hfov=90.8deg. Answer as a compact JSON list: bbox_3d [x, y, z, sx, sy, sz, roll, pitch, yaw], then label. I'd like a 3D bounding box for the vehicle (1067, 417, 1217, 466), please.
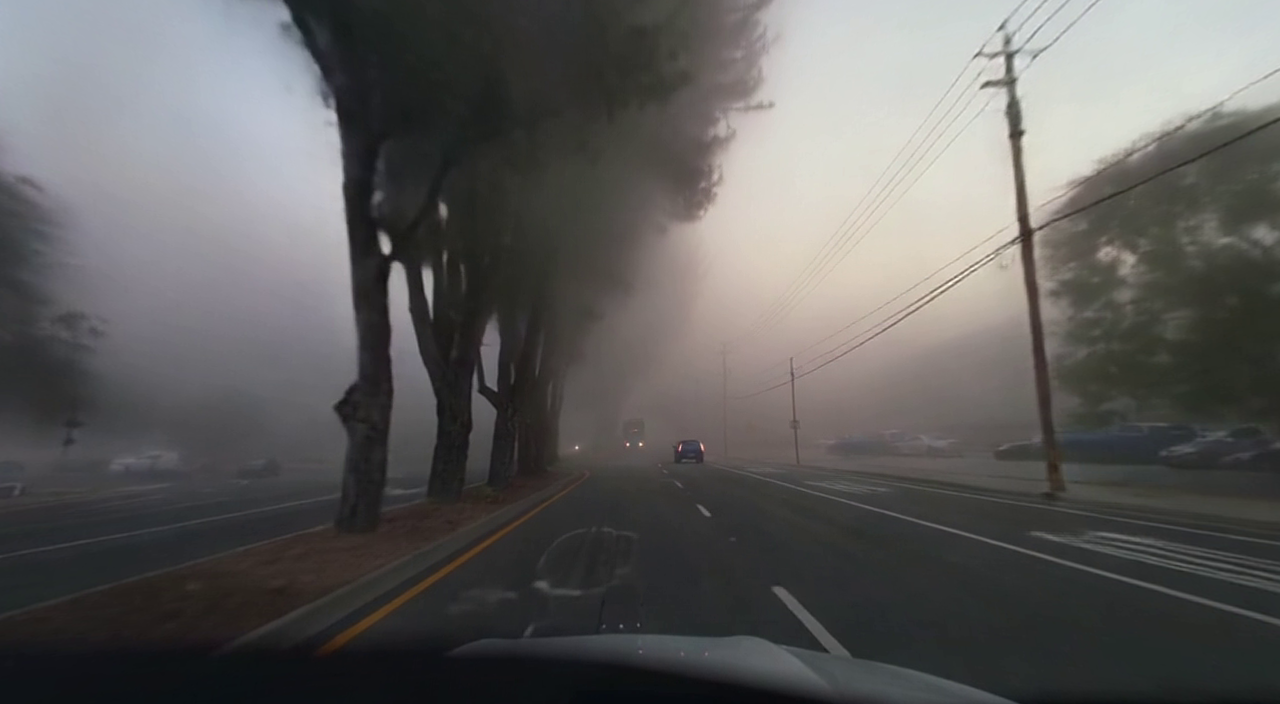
[{"bbox_3d":[20.096,3.642,25.658,1.941,1.784,4.967,0,-8,-1],"label":"vehicle"}]

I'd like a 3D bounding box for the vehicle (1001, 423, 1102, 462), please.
[{"bbox_3d":[20.118,4.481,31.145,1.939,1.753,4.469,0,-8,0],"label":"vehicle"}]

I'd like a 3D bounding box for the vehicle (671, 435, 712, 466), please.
[{"bbox_3d":[3.111,6.079,39.152,2.086,1.803,4.607,0,-8,-1],"label":"vehicle"}]

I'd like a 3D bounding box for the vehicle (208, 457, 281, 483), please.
[{"bbox_3d":[-26.253,7.823,42.108,1.883,1.482,4.779,0,-8,-2],"label":"vehicle"}]

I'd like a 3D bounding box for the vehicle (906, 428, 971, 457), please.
[{"bbox_3d":[20.396,6.241,43.444,1.993,1.854,5.008,0,-8,-1],"label":"vehicle"}]
